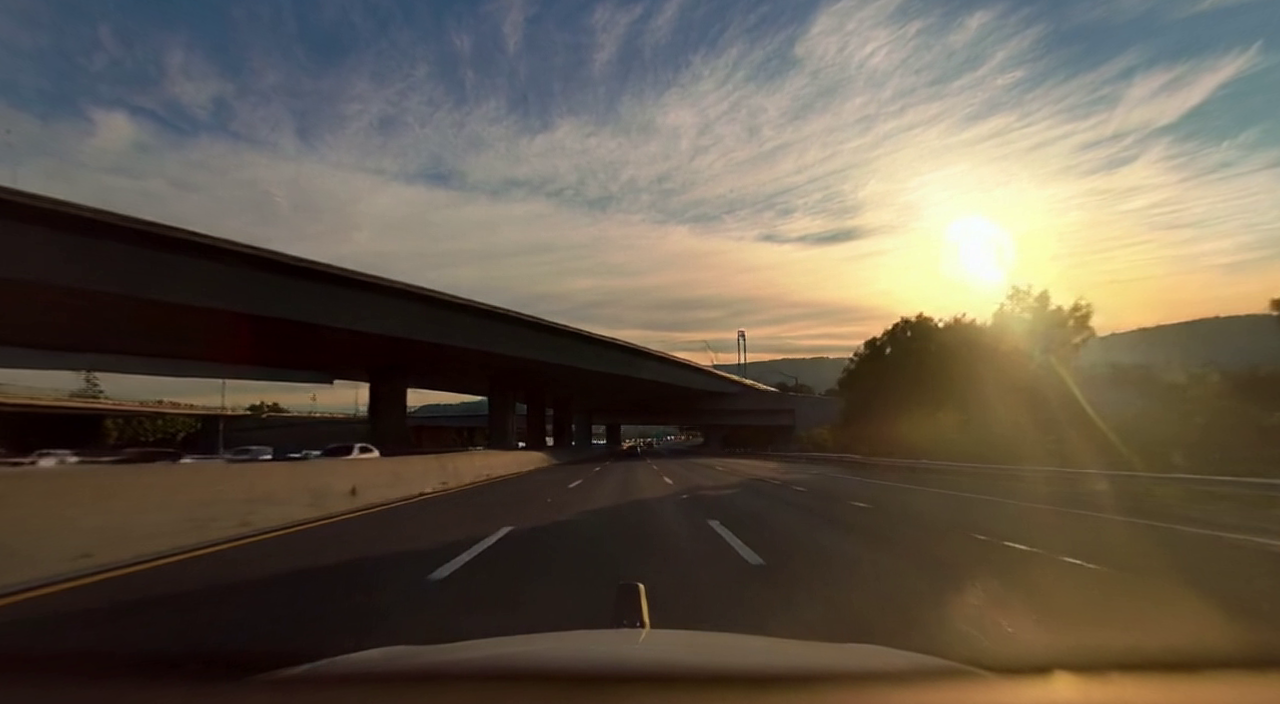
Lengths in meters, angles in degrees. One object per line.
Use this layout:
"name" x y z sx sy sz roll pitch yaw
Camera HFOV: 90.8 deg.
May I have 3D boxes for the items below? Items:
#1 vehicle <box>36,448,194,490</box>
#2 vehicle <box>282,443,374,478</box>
"vehicle" -20.761 4.612 25.330 2.312 1.503 4.691 0 -9 0
"vehicle" -14.429 5.033 29.550 1.931 1.502 4.616 0 -9 0
